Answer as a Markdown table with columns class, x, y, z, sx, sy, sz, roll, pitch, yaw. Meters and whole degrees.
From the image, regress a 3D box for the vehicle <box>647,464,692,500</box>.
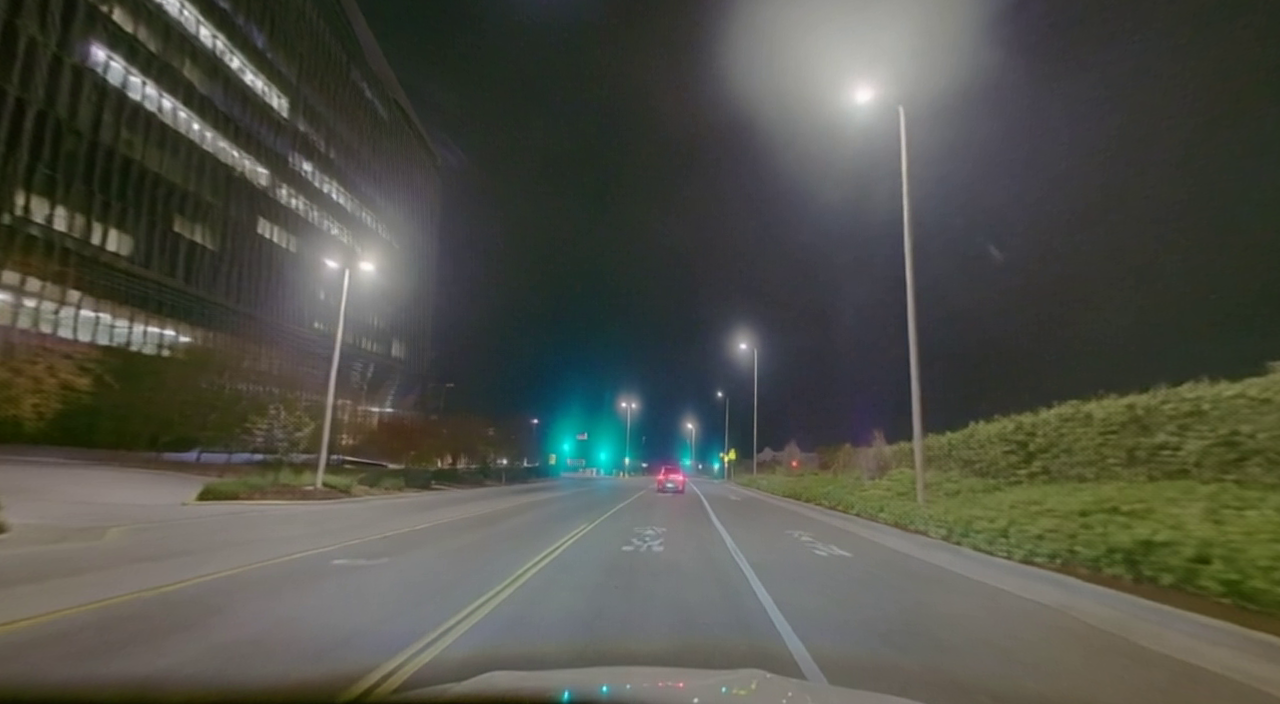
| class | x | y | z | sx | sy | sz | roll | pitch | yaw |
| --- | --- | --- | --- | --- | --- | --- | --- | --- | --- |
| vehicle | 1.536 | 6.473 | 31.387 | 2.067 | 1.629 | 3.858 | 0 | -11 | 4 |
